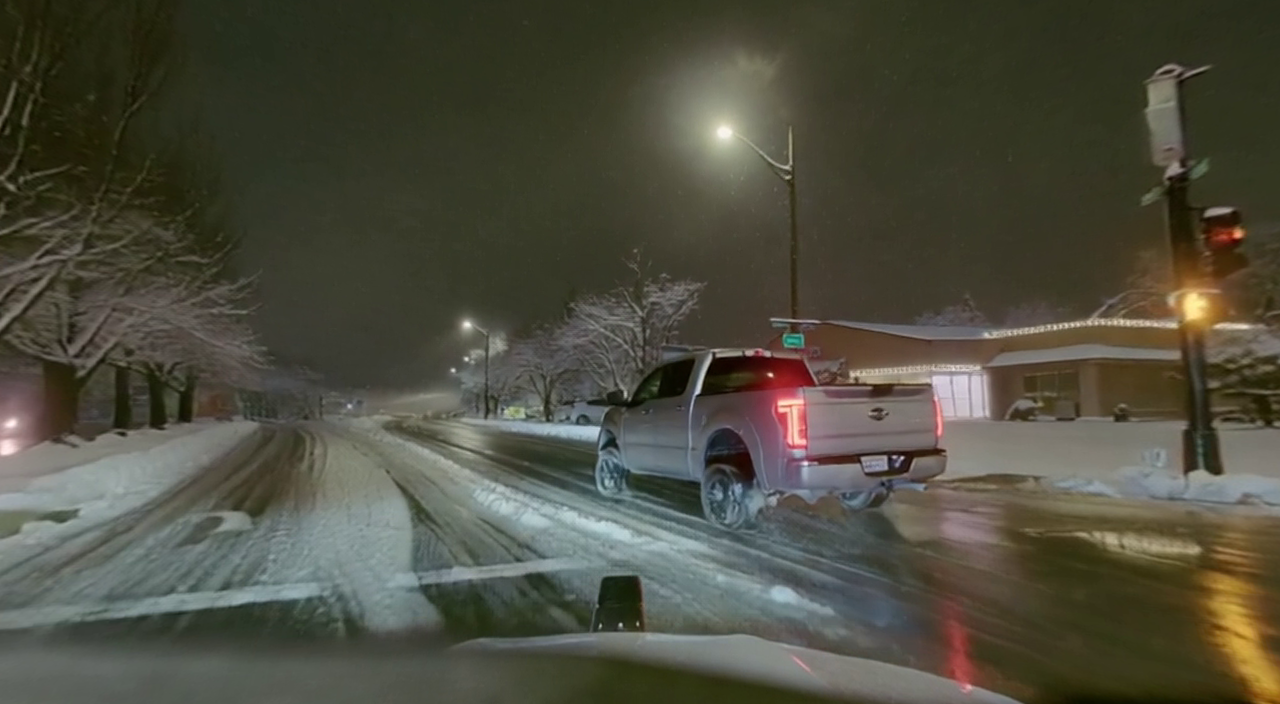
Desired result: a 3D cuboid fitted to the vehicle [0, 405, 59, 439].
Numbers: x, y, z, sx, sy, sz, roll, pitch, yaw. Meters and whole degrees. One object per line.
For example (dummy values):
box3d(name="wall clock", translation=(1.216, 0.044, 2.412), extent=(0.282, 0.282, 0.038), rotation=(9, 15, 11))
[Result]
box3d(name="vehicle", translation=(-34.354, 3.922, 34.919), extent=(2.037, 1.725, 4.632), rotation=(4, -9, -27))

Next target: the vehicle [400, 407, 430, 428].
box3d(name="vehicle", translation=(-17.573, 5.144, 49.262), extent=(1.842, 1.467, 4.633), rotation=(3, -9, -23))

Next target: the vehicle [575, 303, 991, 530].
box3d(name="vehicle", translation=(1.188, 0.970, 8.416), extent=(2.402, 1.922, 5.677), rotation=(3, -9, -24))
